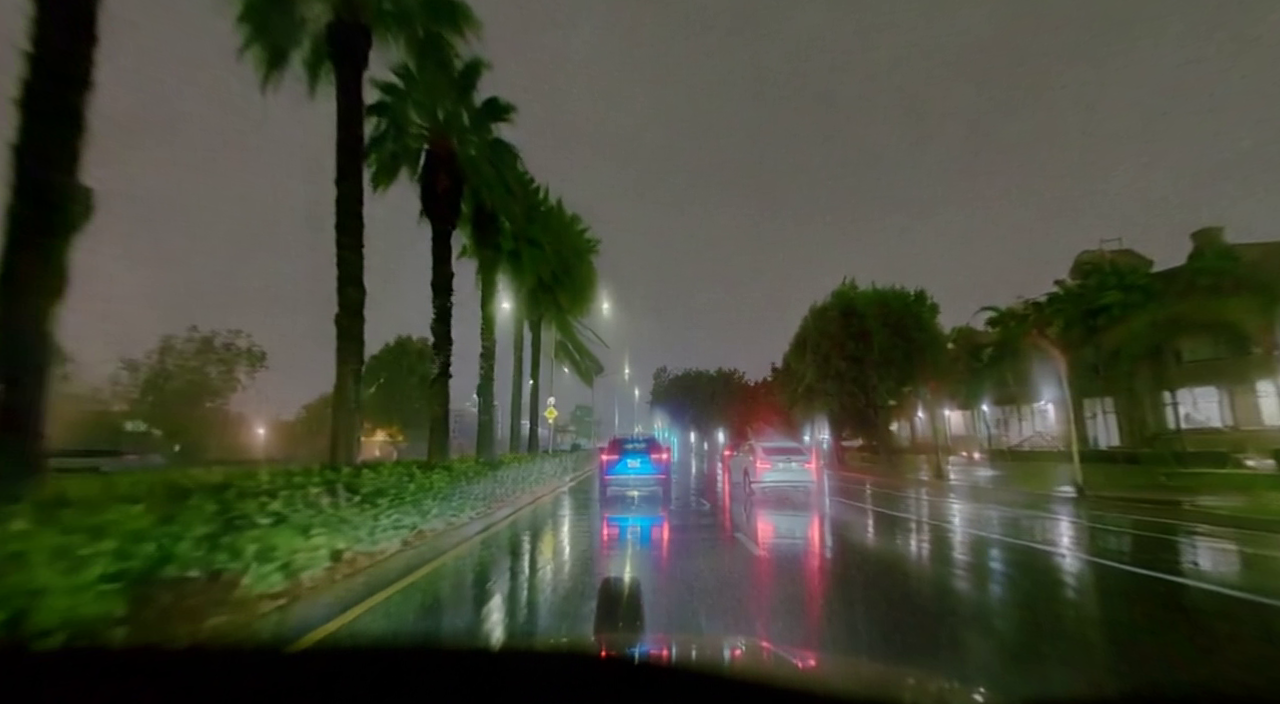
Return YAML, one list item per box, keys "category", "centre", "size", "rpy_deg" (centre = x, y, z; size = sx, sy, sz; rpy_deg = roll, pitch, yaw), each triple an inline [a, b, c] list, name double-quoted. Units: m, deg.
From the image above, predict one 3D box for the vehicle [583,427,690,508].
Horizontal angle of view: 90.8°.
- category: "vehicle"
  centre: [-0.103, 2.755, 15.511]
  size: [2.239, 1.693, 4.301]
  rpy_deg: [0, -8, -1]

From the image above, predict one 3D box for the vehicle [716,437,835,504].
- category: "vehicle"
  centre: [3.313, 2.992, 16.471]
  size: [1.941, 1.472, 4.570]
  rpy_deg: [0, -8, -2]

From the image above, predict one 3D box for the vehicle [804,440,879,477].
- category: "vehicle"
  centre: [9.749, 5.190, 30.977]
  size: [1.981, 1.613, 4.787]
  rpy_deg: [2, -9, -2]
